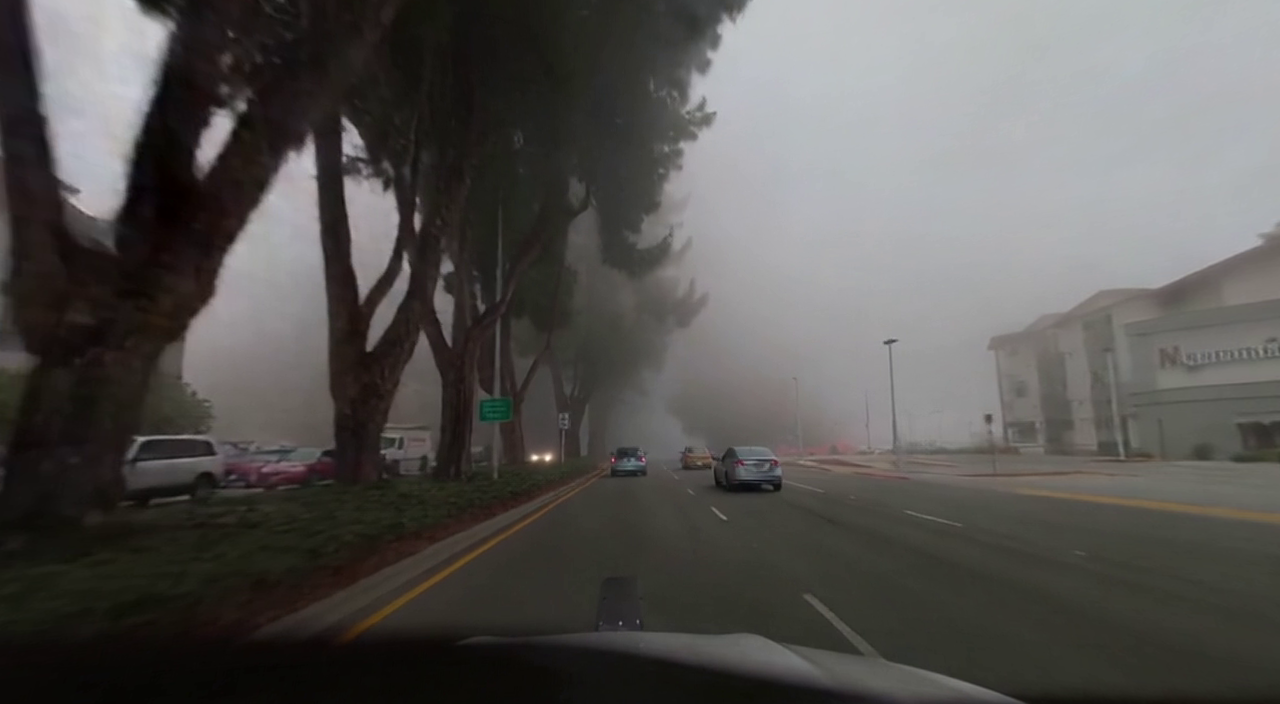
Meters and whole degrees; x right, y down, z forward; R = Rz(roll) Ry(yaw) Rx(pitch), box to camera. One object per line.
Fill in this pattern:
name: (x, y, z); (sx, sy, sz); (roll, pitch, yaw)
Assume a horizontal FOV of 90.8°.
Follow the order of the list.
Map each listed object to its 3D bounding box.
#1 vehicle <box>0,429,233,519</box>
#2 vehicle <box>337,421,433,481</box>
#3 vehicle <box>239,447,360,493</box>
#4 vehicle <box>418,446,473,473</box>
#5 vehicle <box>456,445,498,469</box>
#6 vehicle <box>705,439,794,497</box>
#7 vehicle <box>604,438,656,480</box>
vehicle: (-12.480, 2.852, 15.310); (2.021, 1.817, 4.740); (0, -9, 0)
vehicle: (-12.271, 4.790, 30.994); (2.263, 2.542, 5.913); (-2, -8, 0)
vehicle: (-12.165, 4.203, 22.974); (1.923, 1.502, 4.422); (0, -9, 0)
vehicle: (-11.933, 6.620, 39.150); (2.048, 1.470, 4.514); (-2, -8, -1)
vehicle: (-12.215, 7.883, 47.699); (2.002, 1.686, 4.477); (-1, -8, 0)
vehicle: (3.068, 3.341, 18.546); (1.852, 1.498, 3.825); (0, -9, -1)
vehicle: (-0.398, 4.702, 28.019); (2.101, 1.694, 3.979); (0, -9, 0)
